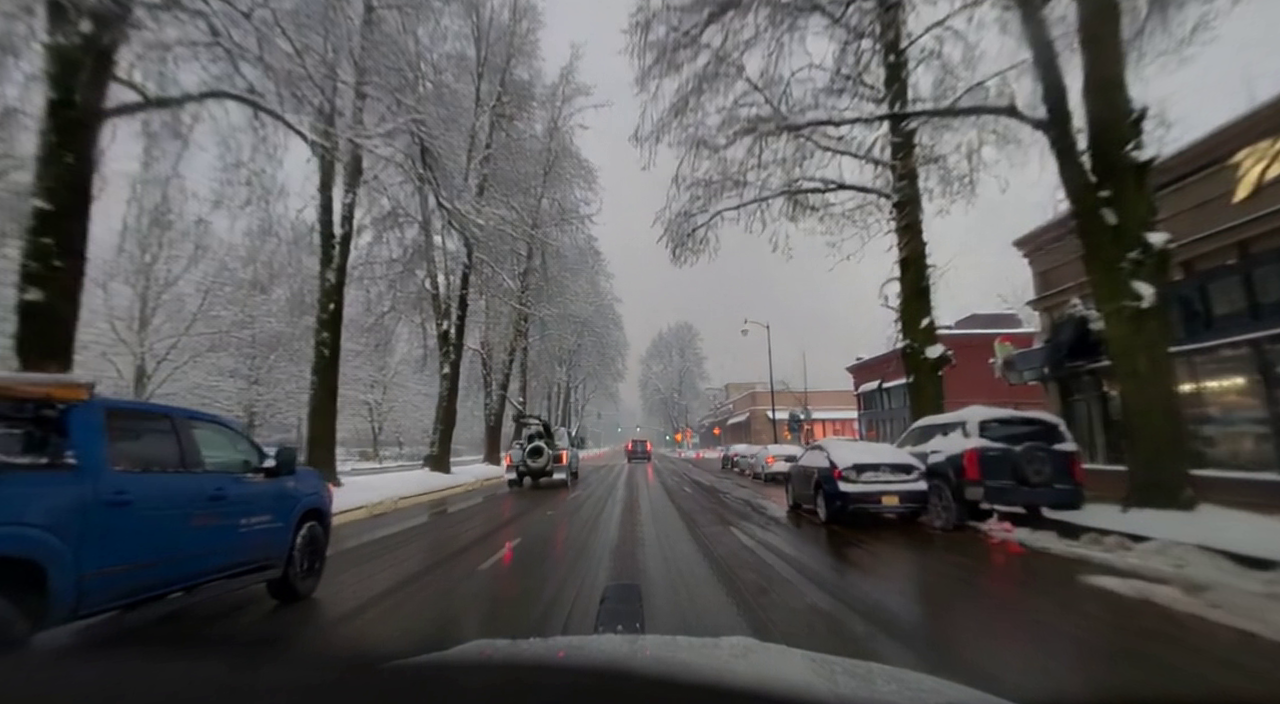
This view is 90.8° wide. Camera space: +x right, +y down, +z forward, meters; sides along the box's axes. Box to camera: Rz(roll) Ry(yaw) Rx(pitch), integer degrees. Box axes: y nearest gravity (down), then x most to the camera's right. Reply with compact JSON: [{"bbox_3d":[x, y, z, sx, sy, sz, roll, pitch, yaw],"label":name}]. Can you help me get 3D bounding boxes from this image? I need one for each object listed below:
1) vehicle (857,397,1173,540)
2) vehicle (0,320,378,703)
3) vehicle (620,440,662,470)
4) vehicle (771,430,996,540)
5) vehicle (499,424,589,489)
[{"bbox_3d":[6.673,2.183,12.446,2.921,2.166,5.422,0,-8,1],"label":"vehicle"},{"bbox_3d":[-3.603,0.955,3.571,2.327,1.775,4.430,0,-8,0],"label":"vehicle"},{"bbox_3d":[-0.005,6.438,39.744,2.413,1.748,4.406,0,-8,-2],"label":"vehicle"},{"bbox_3d":[4.085,2.295,11.622,2.082,1.601,4.451,0,-9,-4],"label":"vehicle"},{"bbox_3d":[-3.309,3.779,23.174,2.424,2.063,5.678,0,-8,0],"label":"vehicle"}]
